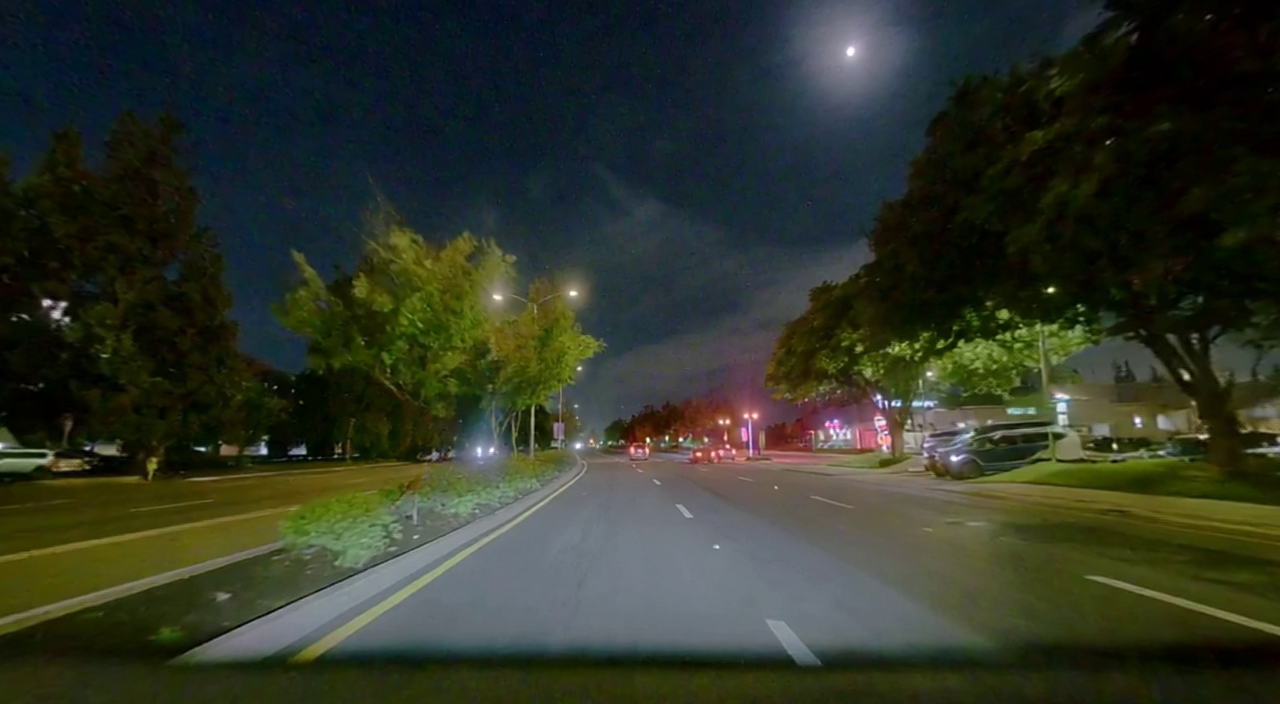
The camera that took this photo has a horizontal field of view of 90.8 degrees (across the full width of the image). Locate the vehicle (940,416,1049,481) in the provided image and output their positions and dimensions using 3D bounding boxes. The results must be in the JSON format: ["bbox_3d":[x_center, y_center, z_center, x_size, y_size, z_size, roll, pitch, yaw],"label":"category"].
[{"bbox_3d":[16.384,4.406,29.014,6.233,2.676,2.430,8,-11,-43],"label":"vehicle"}]

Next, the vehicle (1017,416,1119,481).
[{"bbox_3d":[18.433,4.230,27.075,6.051,2.447,2.293,11,-14,-44],"label":"vehicle"}]

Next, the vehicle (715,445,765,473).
[{"bbox_3d":[5.610,6.068,35.972,1.876,1.474,4.126,0,-8,-4],"label":"vehicle"}]

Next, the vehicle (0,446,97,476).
[{"bbox_3d":[-30.737,5.543,32.237,4.087,1.473,1.925,0,-8,-4],"label":"vehicle"}]

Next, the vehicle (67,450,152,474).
[{"bbox_3d":[-31.740,6.581,37.844,3.380,1.366,1.777,1,-9,-5],"label":"vehicle"}]

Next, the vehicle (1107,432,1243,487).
[{"bbox_3d":[22.730,4.568,27.312,2.620,2.036,6.631,-4,-9,24],"label":"vehicle"}]
